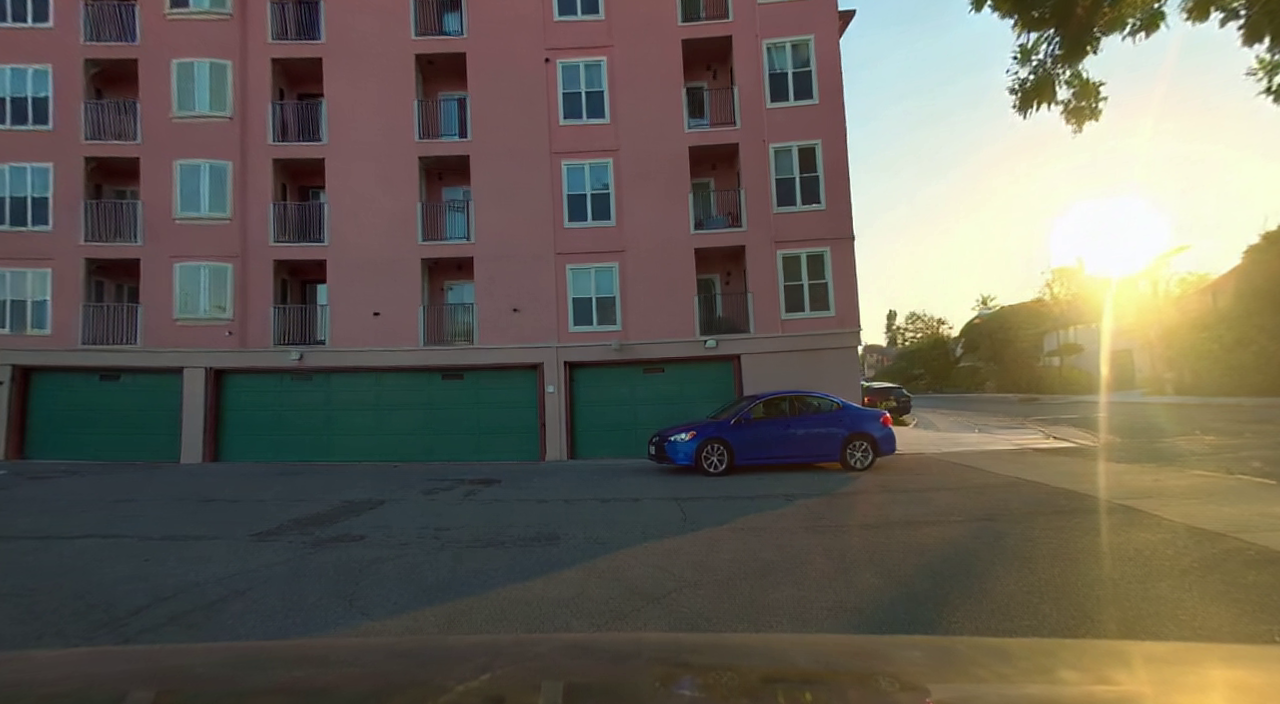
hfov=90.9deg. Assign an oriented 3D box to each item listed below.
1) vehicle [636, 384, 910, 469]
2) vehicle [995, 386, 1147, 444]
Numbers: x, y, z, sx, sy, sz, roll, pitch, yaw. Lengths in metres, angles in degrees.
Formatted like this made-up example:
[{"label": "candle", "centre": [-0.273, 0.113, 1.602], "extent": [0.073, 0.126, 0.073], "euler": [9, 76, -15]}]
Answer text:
[{"label": "vehicle", "centre": [2.282, 1.414, 11.829], "extent": [4.697, 1.444, 1.825], "euler": [0, -8, -1]}, {"label": "vehicle", "centre": [15.499, 2.309, 22.826], "extent": [3.905, 1.475, 2.057], "euler": [-7, -6, -5]}]
